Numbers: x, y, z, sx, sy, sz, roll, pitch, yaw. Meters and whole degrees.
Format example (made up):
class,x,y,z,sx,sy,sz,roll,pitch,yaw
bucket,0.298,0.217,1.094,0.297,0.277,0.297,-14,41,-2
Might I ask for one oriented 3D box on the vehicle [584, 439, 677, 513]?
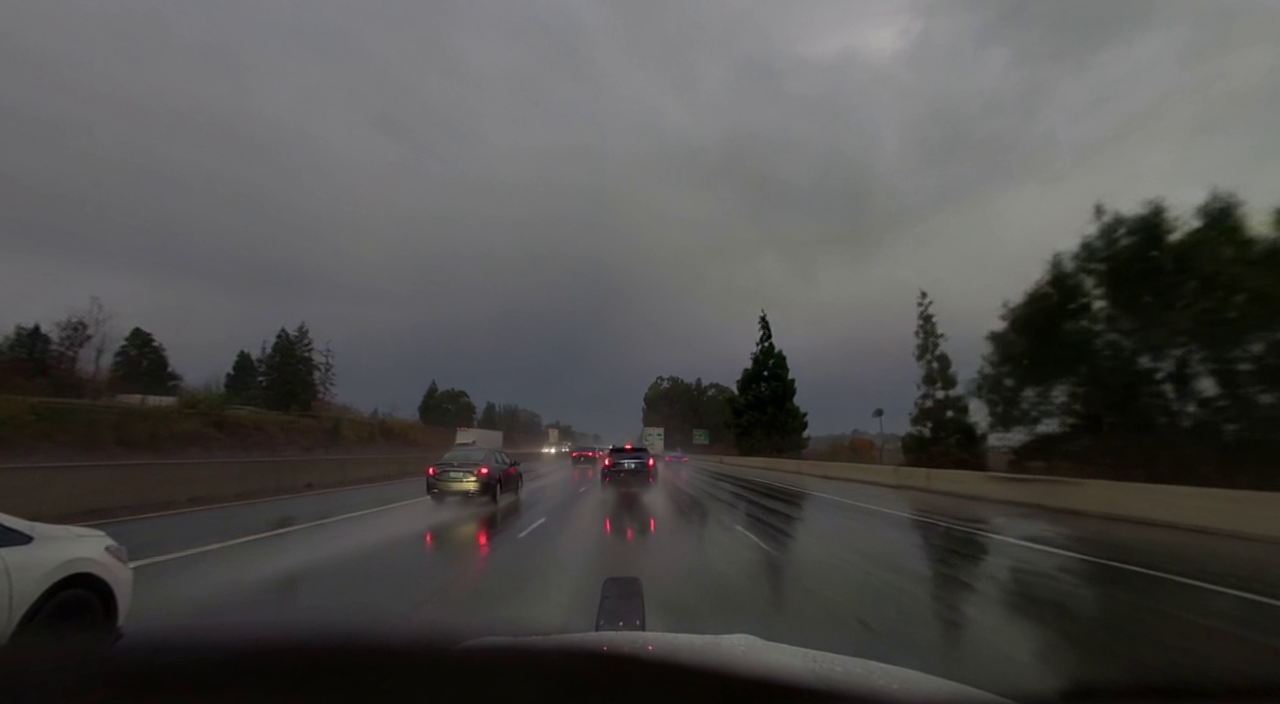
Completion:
class,x,y,z,sx,sy,sz,roll,pitch,yaw
vehicle,-0.209,2.960,15.379,1.996,1.574,3.426,0,-9,0

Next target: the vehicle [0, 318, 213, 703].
class,x,y,z,sx,sy,sz,roll,pitch,yaw
vehicle,-3.958,0.614,1.566,2.243,1.889,4.949,0,-9,1

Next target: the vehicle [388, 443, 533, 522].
class,x,y,z,sx,sy,sz,roll,pitch,yaw
vehicle,-3.830,2.856,14.385,1.988,1.501,4.438,0,-9,0

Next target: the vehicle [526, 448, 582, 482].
class,x,y,z,sx,sy,sz,roll,pitch,yaw
vehicle,-4.018,5.368,30.257,1.999,1.484,4.269,0,-9,1
